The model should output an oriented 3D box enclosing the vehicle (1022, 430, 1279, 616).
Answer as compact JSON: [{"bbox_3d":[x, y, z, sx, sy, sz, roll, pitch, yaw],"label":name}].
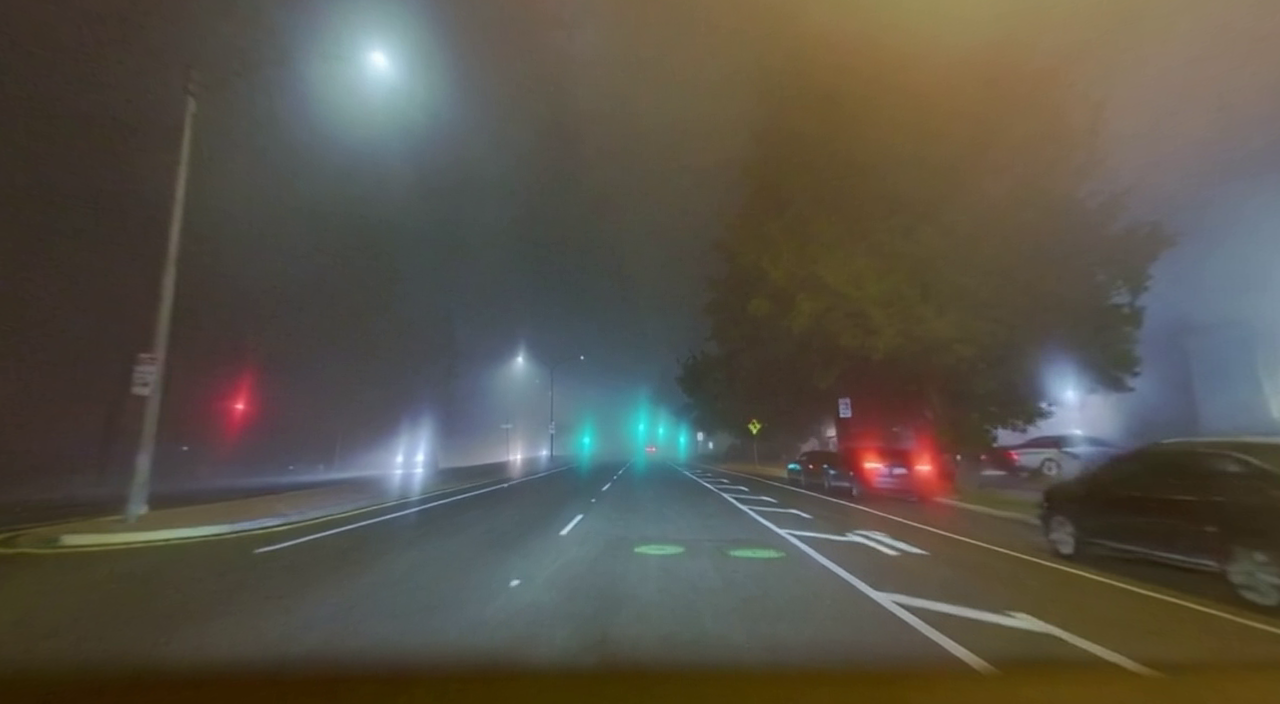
[{"bbox_3d":[6.221,1.581,6.409,1.976,1.498,4.390,0,-9,1],"label":"vehicle"}]

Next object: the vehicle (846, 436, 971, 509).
[{"bbox_3d":[6.400,2.876,15.416,1.752,1.590,3.090,-1,-9,2],"label":"vehicle"}]

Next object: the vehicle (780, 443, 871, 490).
[{"bbox_3d":[6.323,3.936,22.039,1.974,1.444,4.494,0,-9,2],"label":"vehicle"}]
